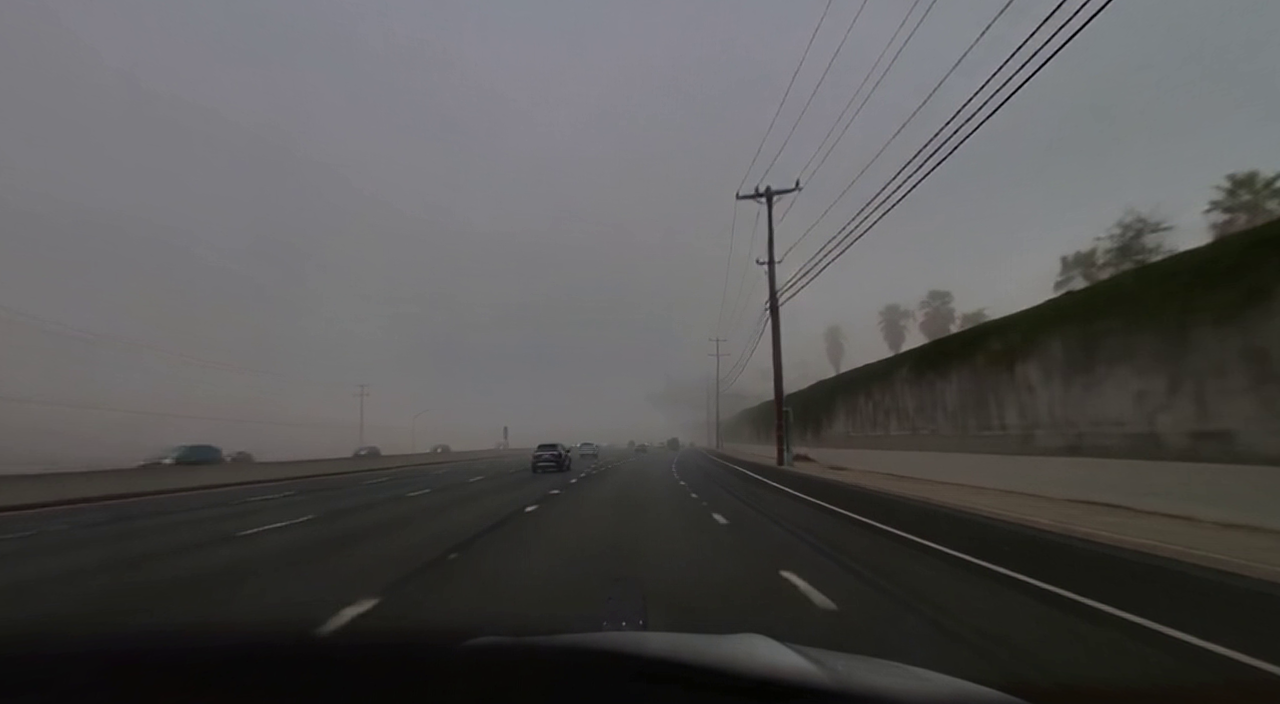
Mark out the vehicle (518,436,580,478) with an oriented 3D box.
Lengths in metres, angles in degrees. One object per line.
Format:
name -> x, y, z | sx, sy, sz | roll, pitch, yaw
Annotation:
vehicle -> -3.746, 4.387, 26.655 | 2.029, 1.609, 3.935 | 0, -8, 0

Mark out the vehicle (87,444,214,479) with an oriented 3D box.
vehicle -> -24.972, 5.560, 32.536 | 2.088, 1.637, 5.652 | 0, -8, -1
